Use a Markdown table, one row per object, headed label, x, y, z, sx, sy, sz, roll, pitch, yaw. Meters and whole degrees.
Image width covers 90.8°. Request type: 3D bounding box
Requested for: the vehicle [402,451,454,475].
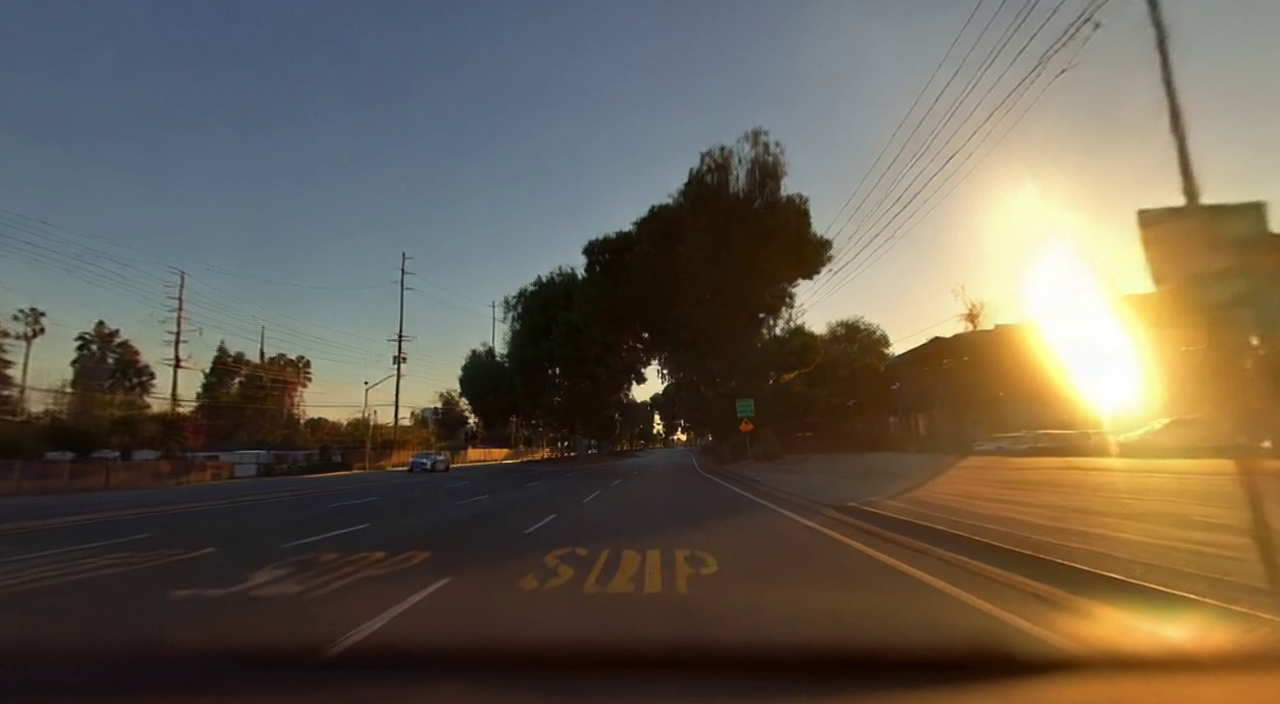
| label | x | y | z | sx | sy | sz | roll | pitch | yaw |
| --- | --- | --- | --- | --- | --- | --- | --- | --- | --- |
| vehicle | -14.390 | 7.519 | 43.142 | 1.887 | 1.478 | 4.471 | 0 | -8 | 1 |
